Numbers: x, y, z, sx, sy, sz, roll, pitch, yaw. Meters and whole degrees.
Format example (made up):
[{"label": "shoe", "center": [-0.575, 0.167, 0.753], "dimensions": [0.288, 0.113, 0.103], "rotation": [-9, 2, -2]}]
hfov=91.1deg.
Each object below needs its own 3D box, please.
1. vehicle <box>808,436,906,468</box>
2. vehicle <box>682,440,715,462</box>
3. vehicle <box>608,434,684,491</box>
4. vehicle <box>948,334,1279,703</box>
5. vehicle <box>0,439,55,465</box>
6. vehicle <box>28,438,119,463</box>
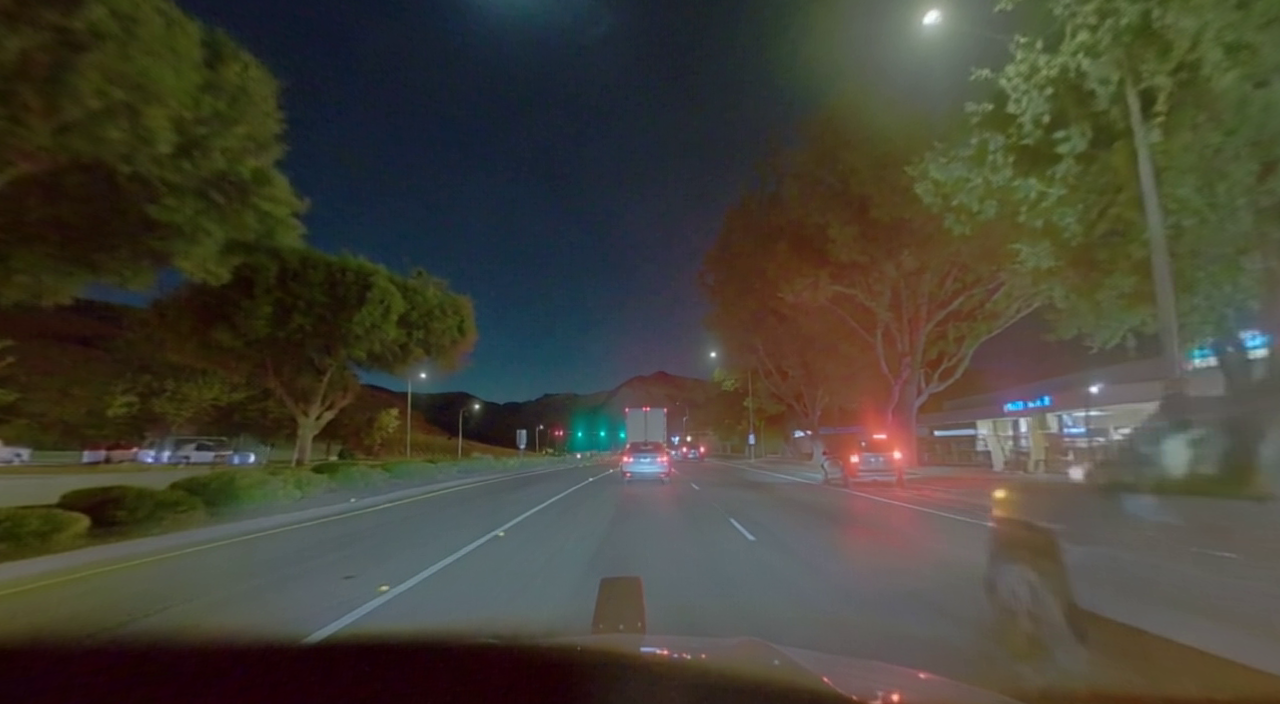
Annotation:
[{"label": "vehicle", "center": [12.378, 5.730, 36.067], "dimensions": [4.887, 1.734, 2.014], "rotation": [0, -8, 2]}, {"label": "vehicle", "center": [4.496, 7.693, 48.866], "dimensions": [2.088, 1.655, 4.360], "rotation": [0, -8, 0]}, {"label": "vehicle", "center": [0.179, 3.511, 20.313], "dimensions": [2.193, 1.651, 3.946], "rotation": [0, -8, 0]}, {"label": "vehicle", "center": [3.266, 0.796, 2.252], "dimensions": [2.010, 1.692, 4.516], "rotation": [0, -8, 0]}, {"label": "vehicle", "center": [-36.506, 5.730, 36.136], "dimensions": [3.640, 1.447, 1.788], "rotation": [4, -9, -27]}, {"label": "vehicle", "center": [-35.649, 6.198, 39.616], "dimensions": [3.714, 1.510, 1.917], "rotation": [4, -9, -24]}]
